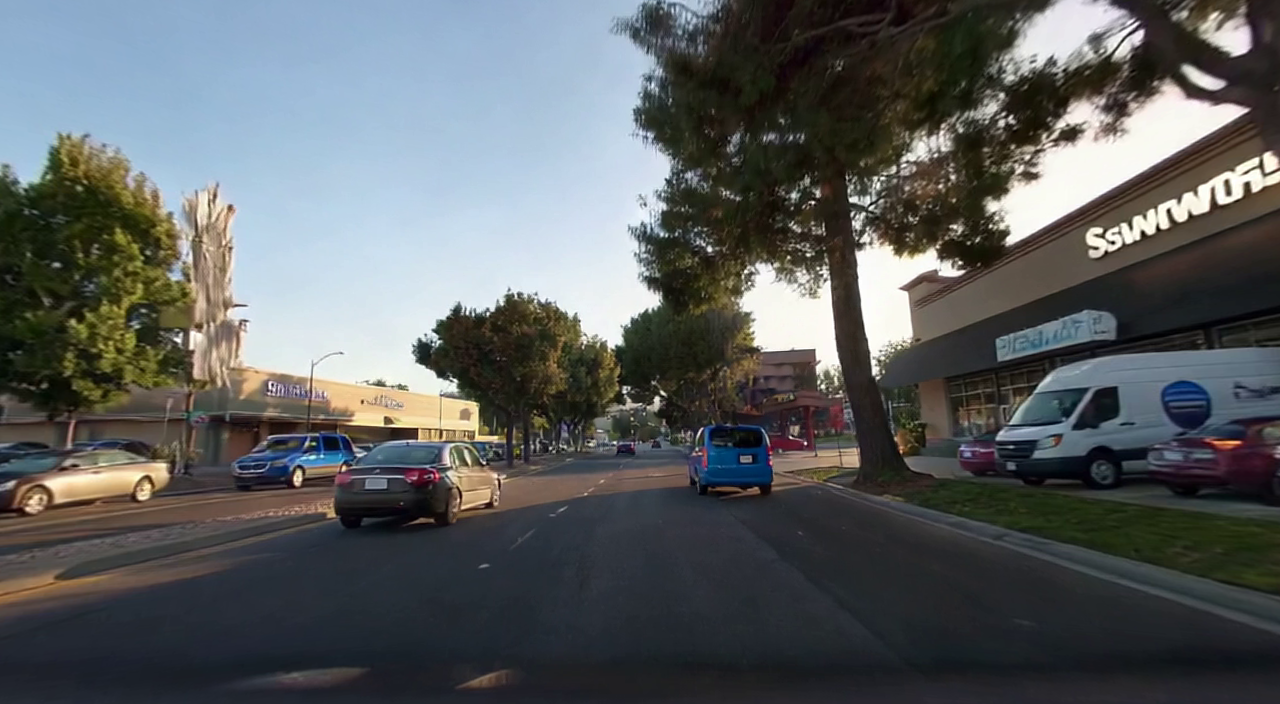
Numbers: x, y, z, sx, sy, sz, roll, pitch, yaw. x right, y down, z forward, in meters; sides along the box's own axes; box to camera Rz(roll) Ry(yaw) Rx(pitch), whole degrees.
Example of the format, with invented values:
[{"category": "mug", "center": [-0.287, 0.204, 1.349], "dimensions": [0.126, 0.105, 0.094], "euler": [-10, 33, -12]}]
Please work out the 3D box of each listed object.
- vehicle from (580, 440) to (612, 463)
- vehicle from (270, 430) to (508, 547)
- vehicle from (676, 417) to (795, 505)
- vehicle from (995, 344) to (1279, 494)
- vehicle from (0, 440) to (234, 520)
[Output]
[{"category": "vehicle", "center": [-2.946, 6.804, 43.017], "dimensions": [1.840, 1.442, 4.050], "euler": [0, -8, 1]}, {"category": "vehicle", "center": [-3.677, 2.073, 10.274], "dimensions": [1.966, 1.481, 4.385], "euler": [0, -8, 2]}, {"category": "vehicle", "center": [2.071, 2.564, 15.079], "dimensions": [2.293, 1.779, 4.457], "euler": [-1, -8, 2]}, {"category": "vehicle", "center": [13.179, 1.653, 15.315], "dimensions": [7.188, 3.303, 2.772], "euler": [0, -8, 0]}, {"category": "vehicle", "center": [-11.855, 2.832, 14.534], "dimensions": [1.854, 1.522, 4.473], "euler": [0, -8, 0]}]
